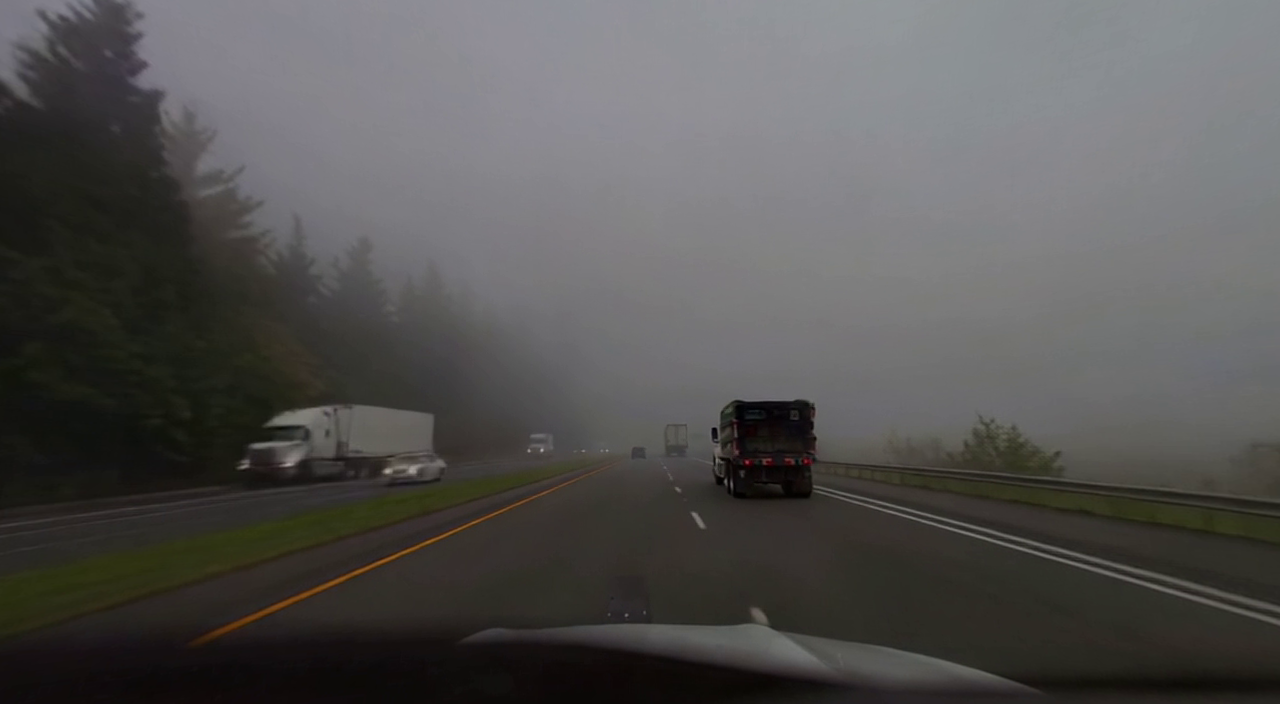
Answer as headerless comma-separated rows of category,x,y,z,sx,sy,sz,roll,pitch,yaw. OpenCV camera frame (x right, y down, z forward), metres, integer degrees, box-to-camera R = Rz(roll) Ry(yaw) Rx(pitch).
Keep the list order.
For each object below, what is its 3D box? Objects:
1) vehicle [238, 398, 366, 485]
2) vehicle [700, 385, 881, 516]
vehicle,-16.749,4.517,31.771,2.976,3.946,5.951,0,-8,1
vehicle,3.120,2.300,15.016,2.677,2.439,6.402,0,-8,0
